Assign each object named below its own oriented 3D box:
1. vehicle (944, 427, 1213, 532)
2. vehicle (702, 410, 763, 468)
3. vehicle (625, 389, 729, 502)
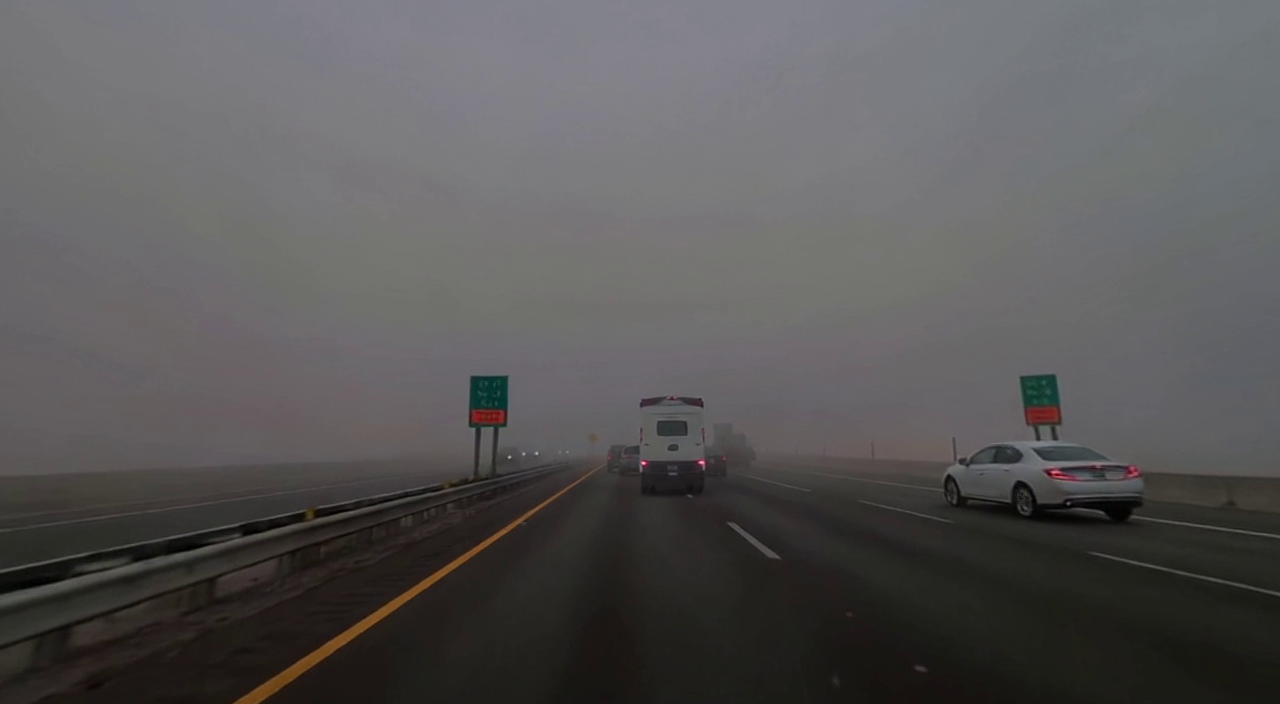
[{"bbox_3d":[7.457,2.188,11.251,1.988,1.534,3.763,0,-9,-2],"label":"vehicle"},{"bbox_3d":[6.728,6.598,47.124,2.928,3.900,10.014,0,-9,0],"label":"vehicle"},{"bbox_3d":[1.187,2.747,18.415,2.506,2.743,6.093,-1,-9,6],"label":"vehicle"}]
